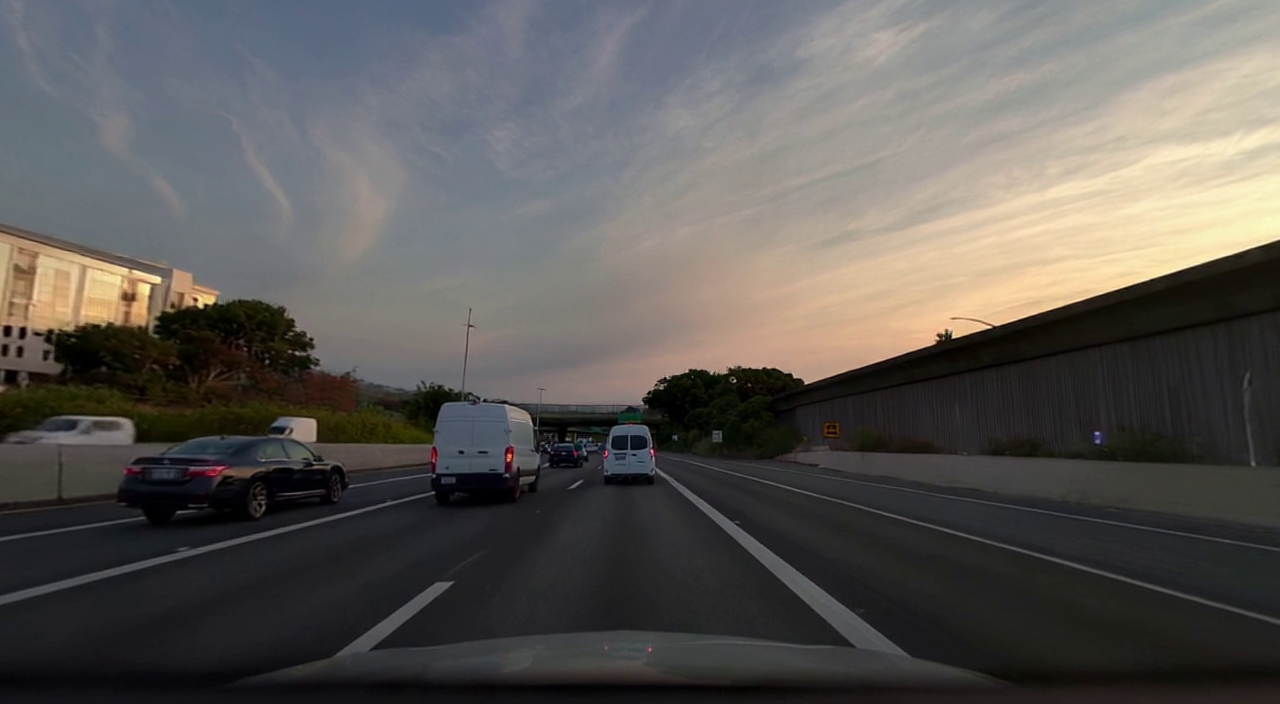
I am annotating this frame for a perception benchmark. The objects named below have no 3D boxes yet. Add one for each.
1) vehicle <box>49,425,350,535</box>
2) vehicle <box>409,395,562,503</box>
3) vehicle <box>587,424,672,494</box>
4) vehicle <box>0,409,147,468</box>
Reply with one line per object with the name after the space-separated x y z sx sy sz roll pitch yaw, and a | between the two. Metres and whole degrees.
-7.125 2.109 10.998 1.959 1.493 4.575 0 -9 0 | vehicle
-3.645 2.511 16.394 2.504 2.276 5.933 0 -9 0 | vehicle
-0.256 3.100 18.532 2.207 1.807 4.199 0 -9 1 | vehicle
-15.938 2.427 17.517 1.587 1.464 3.566 0 -9 -2 | vehicle
